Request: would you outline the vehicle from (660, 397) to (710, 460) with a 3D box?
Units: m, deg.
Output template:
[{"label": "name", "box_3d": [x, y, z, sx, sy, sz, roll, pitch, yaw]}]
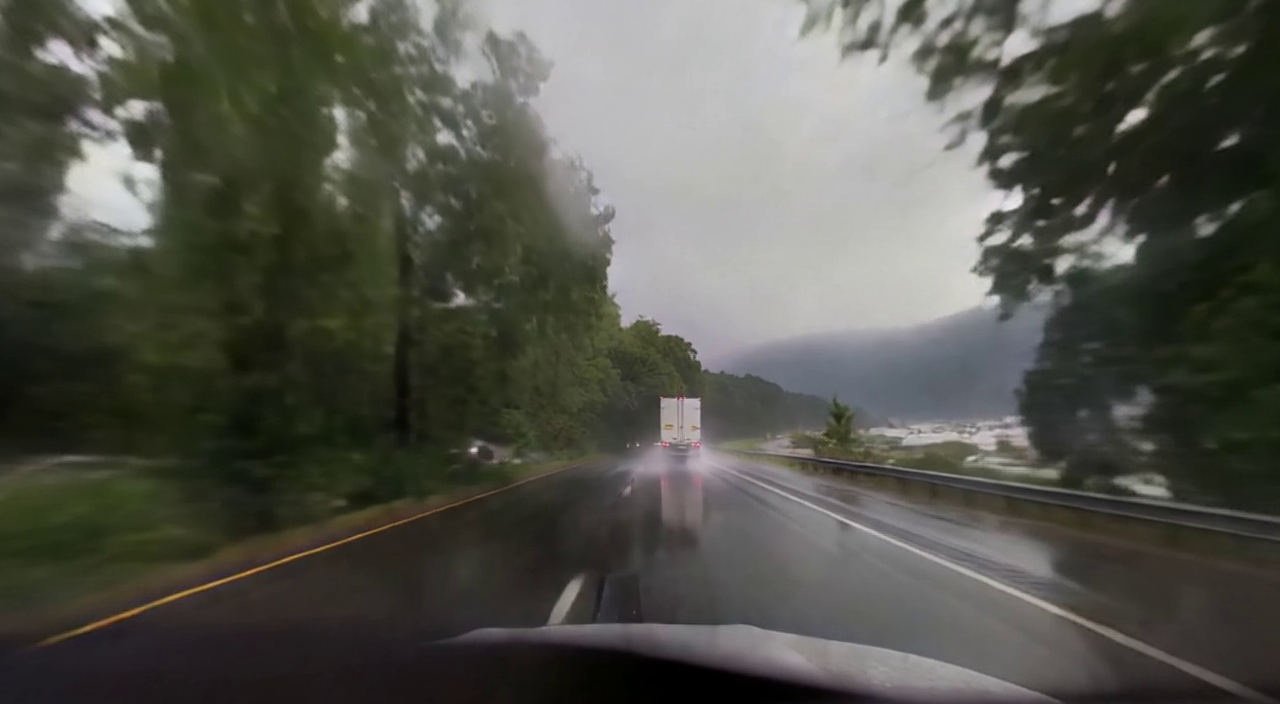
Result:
[{"label": "vehicle", "box_3d": [3.220, 5.940, 48.022, 3.156, 4.196, 11.351, -1, -8, 1]}]
